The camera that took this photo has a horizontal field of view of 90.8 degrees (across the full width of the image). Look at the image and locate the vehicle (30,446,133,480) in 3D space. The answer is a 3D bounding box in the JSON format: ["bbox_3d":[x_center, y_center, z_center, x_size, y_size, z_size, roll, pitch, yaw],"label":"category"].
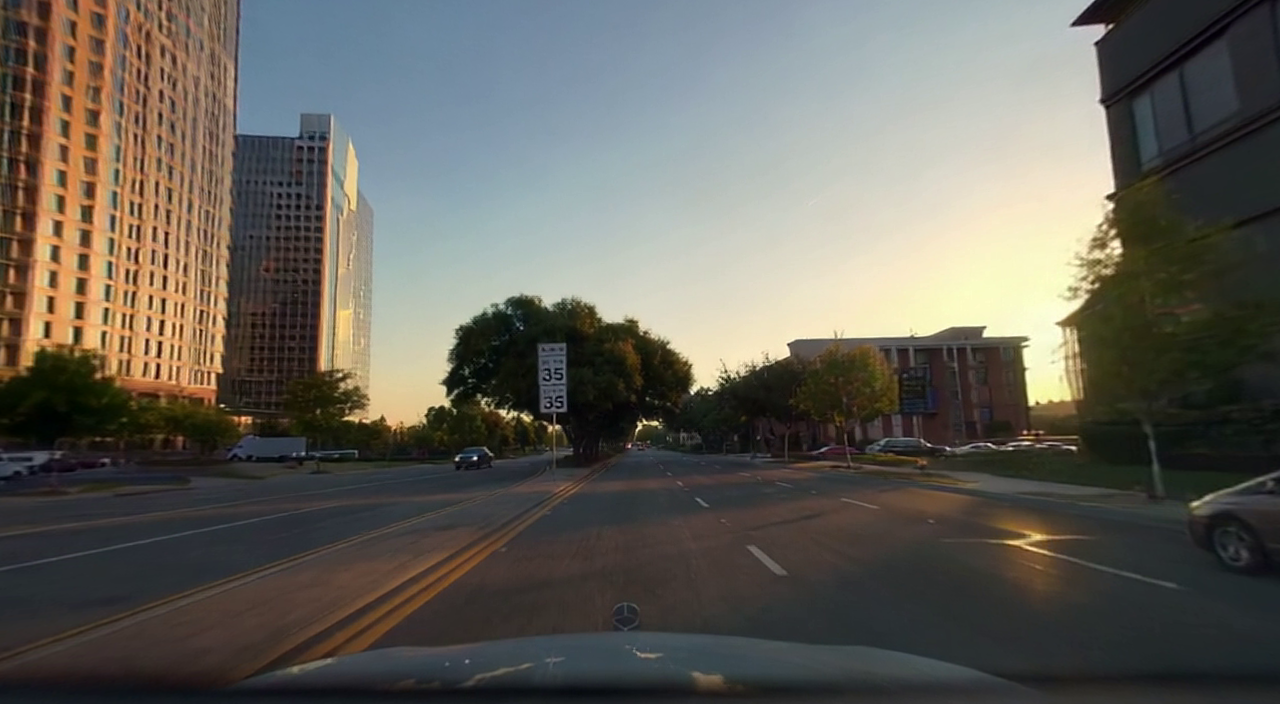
[{"bbox_3d":[-35.771,7.080,40.697,2.083,2.034,5.018,0,-9,-2],"label":"vehicle"}]

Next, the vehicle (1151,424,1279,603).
[{"bbox_3d":[6.559,1.201,4.197,2.088,1.524,5.085,0,-9,0],"label":"vehicle"}]

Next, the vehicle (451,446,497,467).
[{"bbox_3d":[-12.697,8.021,48.683,2.163,1.576,4.704,0,-9,1],"label":"vehicle"}]
